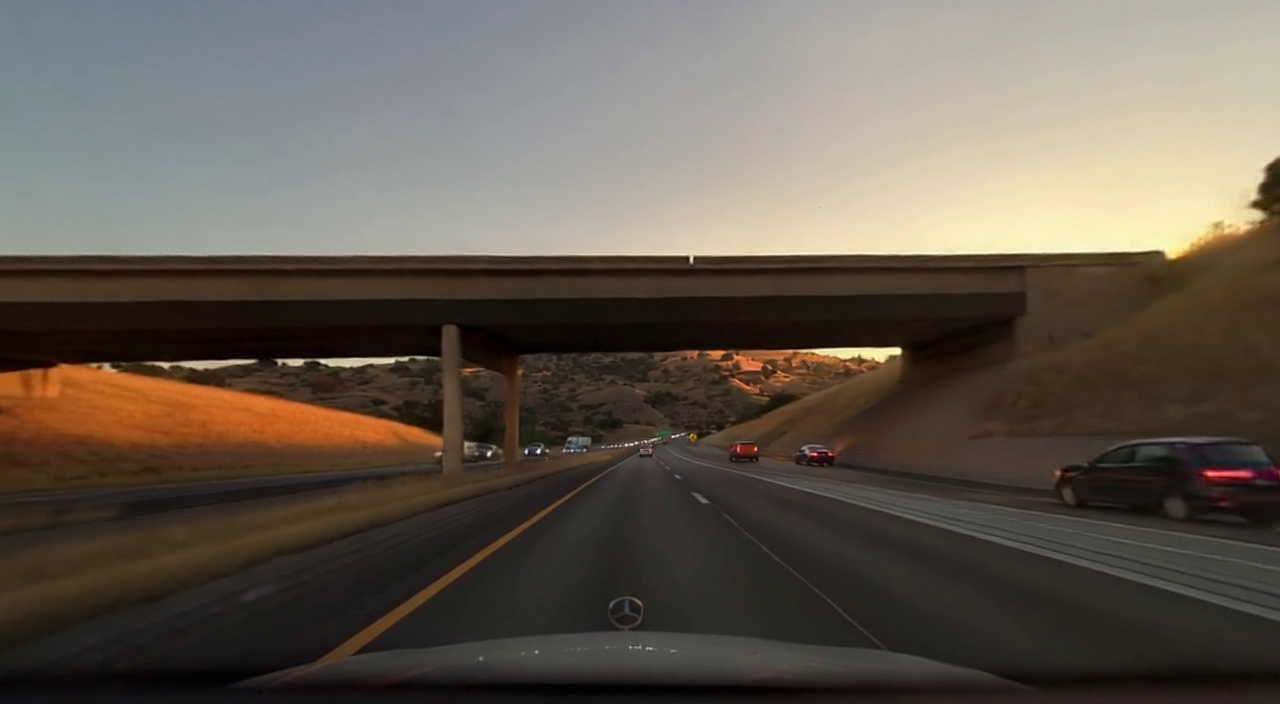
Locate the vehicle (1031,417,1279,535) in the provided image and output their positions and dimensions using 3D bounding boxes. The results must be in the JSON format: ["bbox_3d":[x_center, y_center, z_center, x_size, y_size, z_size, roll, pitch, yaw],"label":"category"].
[{"bbox_3d":[12.244,2.685,14.350,2.533,2.111,5.525,1,-9,-8],"label":"vehicle"}]

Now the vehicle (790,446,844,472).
[{"bbox_3d":[10.748,6.491,38.418,1.927,1.472,4.076,0,-8,-3],"label":"vehicle"}]
